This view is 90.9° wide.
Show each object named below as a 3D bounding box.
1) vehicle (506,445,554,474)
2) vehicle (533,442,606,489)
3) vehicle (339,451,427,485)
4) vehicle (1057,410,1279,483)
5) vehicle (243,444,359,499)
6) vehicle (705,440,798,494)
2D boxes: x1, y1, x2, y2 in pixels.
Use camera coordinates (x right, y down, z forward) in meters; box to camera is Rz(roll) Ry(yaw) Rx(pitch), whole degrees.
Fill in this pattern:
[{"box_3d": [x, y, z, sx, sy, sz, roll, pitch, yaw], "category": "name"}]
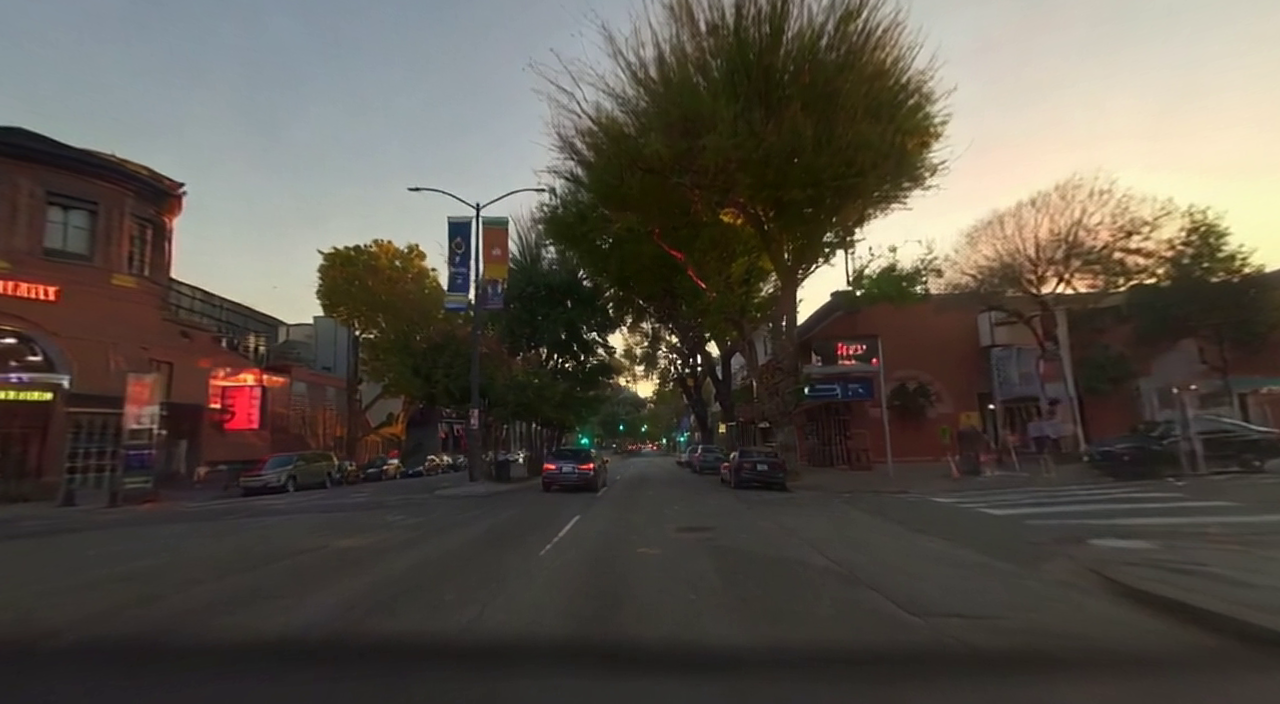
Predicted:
[{"box_3d": [-7.193, 7.079, 41.674, 2.224, 1.797, 4.747, 0, -8, 1], "category": "vehicle"}, {"box_3d": [-2.323, 3.893, 21.990, 2.030, 1.436, 4.388, 0, -8, 0], "category": "vehicle"}, {"box_3d": [-12.427, 5.551, 30.407, 4.305, 1.463, 2.020, -7, -11, 39], "category": "vehicle"}, {"box_3d": [13.666, 2.335, 15.915, 4.843, 1.527, 2.088, -2, -7, -5], "category": "vehicle"}, {"box_3d": [-12.333, 4.233, 22.799, 4.737, 1.741, 2.092, -8, -11, 41], "category": "vehicle"}, {"box_3d": [3.305, 3.509, 19.707, 1.950, 1.462, 4.807, 0, -8, -1], "category": "vehicle"}]
